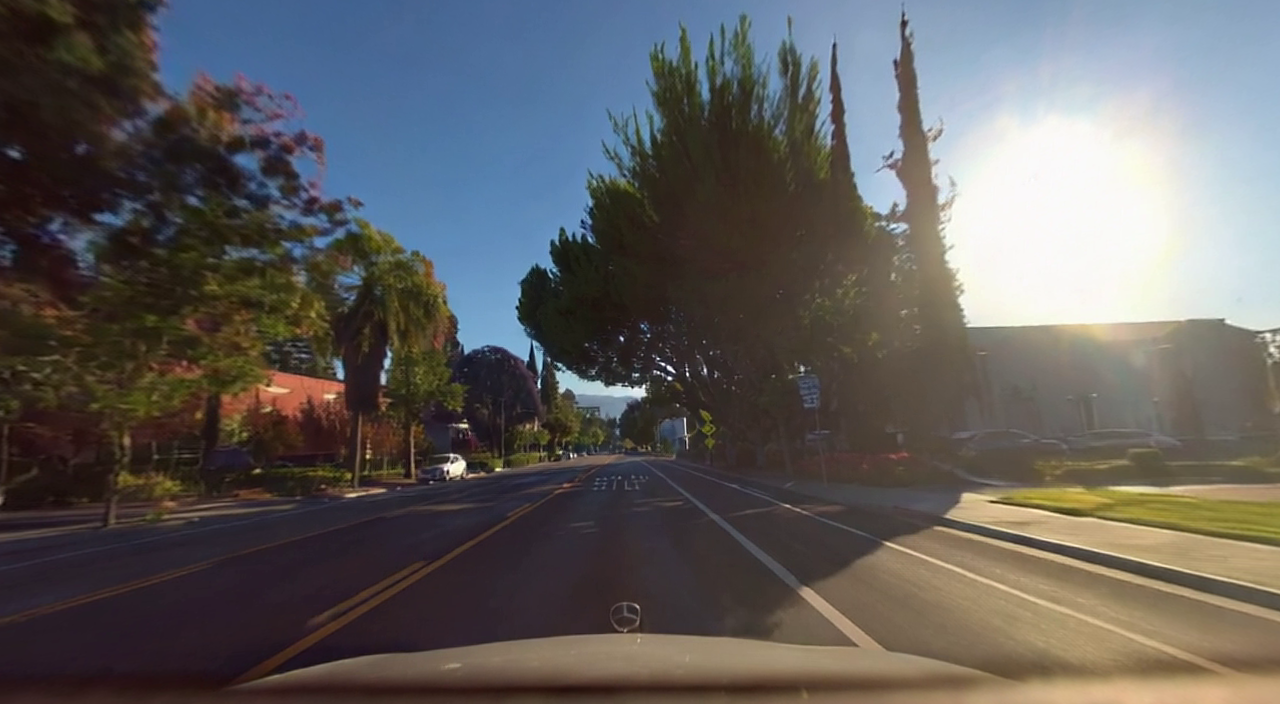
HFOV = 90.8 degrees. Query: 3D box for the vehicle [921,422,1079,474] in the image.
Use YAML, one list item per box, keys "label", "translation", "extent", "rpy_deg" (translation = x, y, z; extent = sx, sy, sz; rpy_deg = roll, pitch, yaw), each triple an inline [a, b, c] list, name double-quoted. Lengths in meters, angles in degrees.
- label: "vehicle"
  translation: [12.604, 3.413, 22.424]
  extent: [4.554, 1.668, 1.974]
  rpy_deg: [-5, -10, 27]
